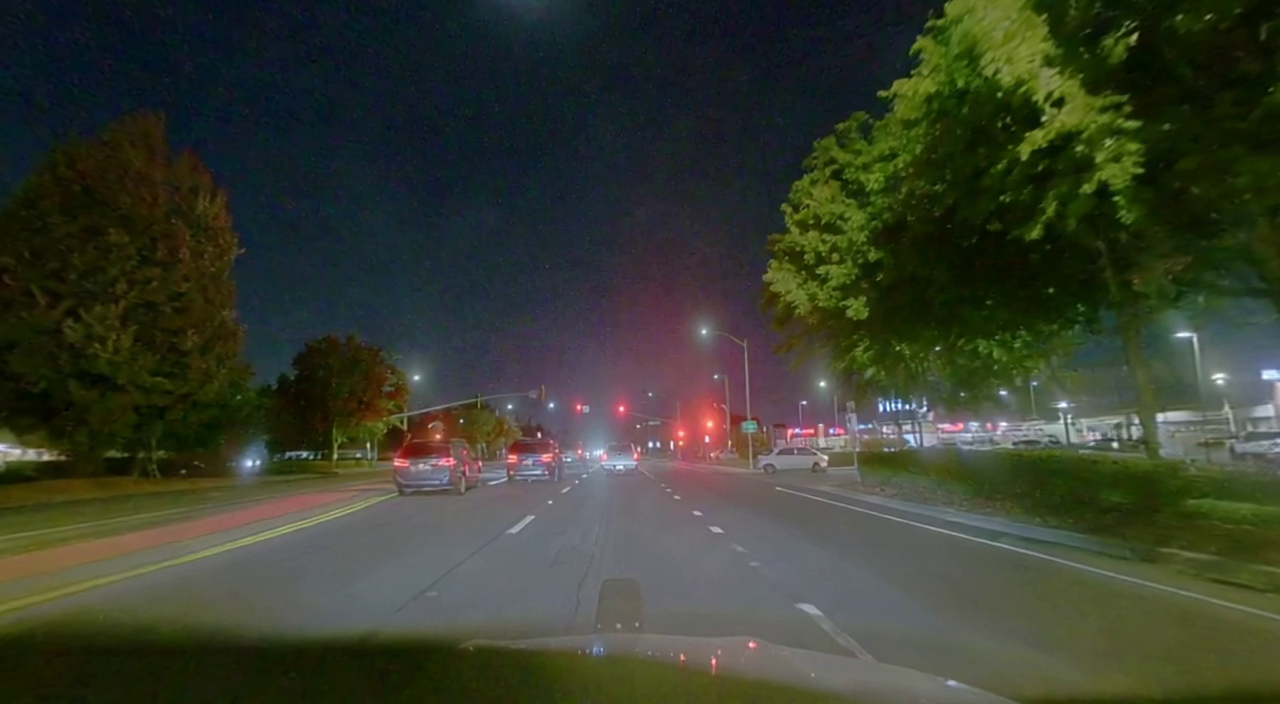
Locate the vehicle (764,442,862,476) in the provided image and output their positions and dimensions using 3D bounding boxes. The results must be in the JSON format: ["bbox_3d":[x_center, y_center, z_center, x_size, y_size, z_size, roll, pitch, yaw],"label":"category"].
[{"bbox_3d":[9.424,5.809,34.559,4.734,1.726,2.039,2,-9,-12],"label":"vehicle"}]

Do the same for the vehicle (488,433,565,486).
[{"bbox_3d":[-4.326,4.211,25.037,2.159,1.877,4.925,0,-8,0],"label":"vehicle"}]

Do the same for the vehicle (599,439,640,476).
[{"bbox_3d":[-1.092,5.578,33.693,2.061,1.809,4.141,0,-8,-2],"label":"vehicle"}]

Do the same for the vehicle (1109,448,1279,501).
[{"bbox_3d":[17.439,3.706,19.380,4.683,1.457,1.906,0,-9,-5],"label":"vehicle"}]

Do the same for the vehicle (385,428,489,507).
[{"bbox_3d":[-5.295,3.032,17.127,2.093,1.803,4.668,1,-9,-11],"label":"vehicle"}]

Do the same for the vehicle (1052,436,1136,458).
[{"bbox_3d":[31.355,6.580,43.684,4.352,1.482,1.954,0,-9,-4],"label":"vehicle"}]

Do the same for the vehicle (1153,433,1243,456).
[{"bbox_3d":[38.639,6.413,43.822,4.436,1.481,1.886,-1,-8,-2],"label":"vehicle"}]
